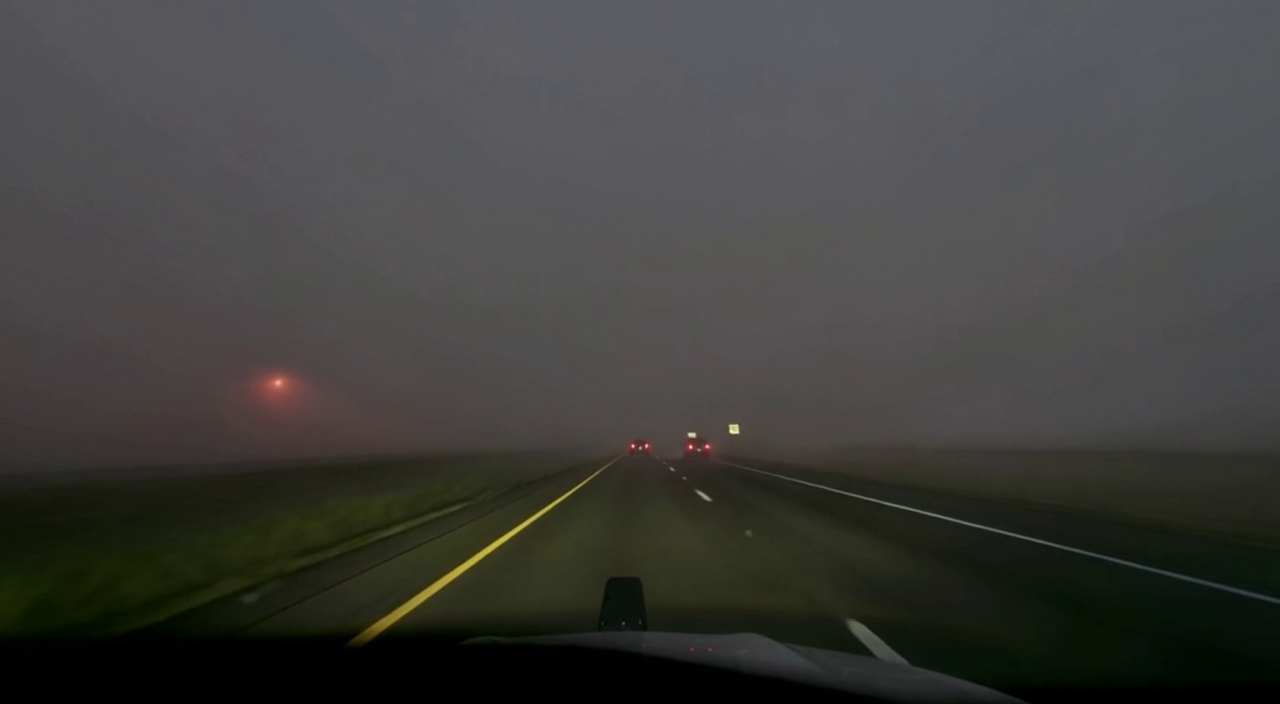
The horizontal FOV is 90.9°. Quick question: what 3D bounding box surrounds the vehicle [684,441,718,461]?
[{"bbox_3d":[4.577,7.509,48.031,2.012,1.476,4.256,0,-8,-2],"label":"vehicle"}]
